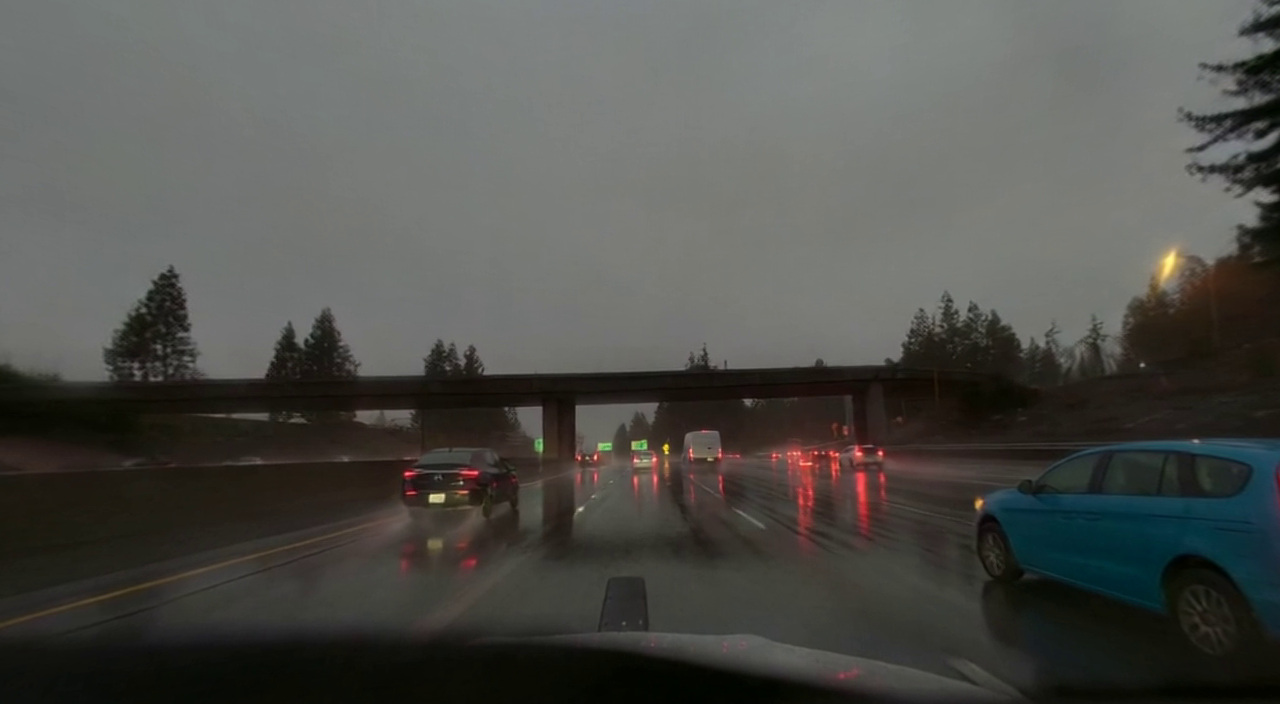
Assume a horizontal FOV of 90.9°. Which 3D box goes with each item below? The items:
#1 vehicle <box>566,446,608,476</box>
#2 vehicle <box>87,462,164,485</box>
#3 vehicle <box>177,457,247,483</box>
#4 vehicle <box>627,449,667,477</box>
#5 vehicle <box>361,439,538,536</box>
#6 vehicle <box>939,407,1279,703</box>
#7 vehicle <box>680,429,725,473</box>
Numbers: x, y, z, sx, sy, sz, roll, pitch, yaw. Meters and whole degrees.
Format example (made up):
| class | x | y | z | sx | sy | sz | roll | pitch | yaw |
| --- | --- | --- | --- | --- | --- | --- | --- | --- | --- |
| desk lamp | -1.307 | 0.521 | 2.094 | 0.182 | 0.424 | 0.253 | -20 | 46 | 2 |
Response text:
| class | x | y | z | sx | sy | sz | roll | pitch | yaw |
| --- | --- | --- | --- | --- | --- | --- | --- | --- | --- |
| vehicle | -3.198 | 6.654 | 38.853 | 2.078 | 1.706 | 4.298 | -1 | -8 | 2 |
| vehicle | -36.582 | 8.622 | 44.965 | 1.681 | 1.437 | 4.488 | 0 | -8 | 1 |
| vehicle | -26.422 | 7.289 | 39.059 | 1.654 | 1.420 | 3.804 | 0 | -9 | 0 |
| vehicle | 0.407 | 6.394 | 36.494 | 2.174 | 1.467 | 4.005 | 0 | -8 | 0 |
| vehicle | -3.451 | 2.522 | 12.362 | 2.137 | 1.562 | 3.926 | -1 | -8 | 2 |
| vehicle | 4.157 | 1.224 | 4.221 | 2.085 | 1.558 | 4.466 | 0 | -8 | 0 |
| vehicle | 4.237 | 6.851 | 43.836 | 2.436 | 2.745 | 6.607 | 0 | -8 | 0 |
